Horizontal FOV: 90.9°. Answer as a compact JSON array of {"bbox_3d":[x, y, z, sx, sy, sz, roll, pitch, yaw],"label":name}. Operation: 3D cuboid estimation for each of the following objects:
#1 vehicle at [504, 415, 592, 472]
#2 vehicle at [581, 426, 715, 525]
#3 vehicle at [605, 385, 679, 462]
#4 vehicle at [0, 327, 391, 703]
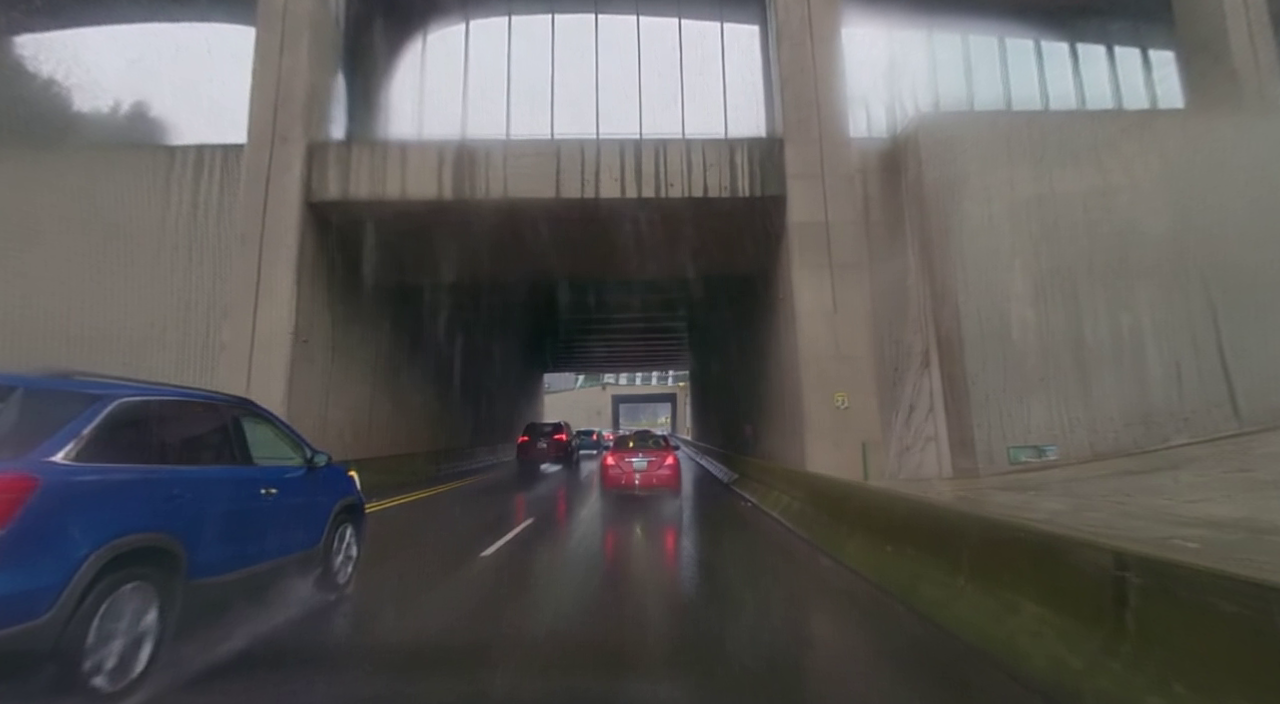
[{"bbox_3d":[-3.394,3.570,24.585,2.329,1.948,5.800,-1,-8,2],"label":"vehicle"},{"bbox_3d":[0.086,2.171,11.643,2.020,1.478,4.092,0,-8,-1],"label":"vehicle"},{"bbox_3d":[0.117,3.565,30.268,2.948,3.096,9.492,0,-8,1],"label":"vehicle"},{"bbox_3d":[-3.555,1.013,4.006,2.017,1.761,4.572,0,-8,1],"label":"vehicle"}]
